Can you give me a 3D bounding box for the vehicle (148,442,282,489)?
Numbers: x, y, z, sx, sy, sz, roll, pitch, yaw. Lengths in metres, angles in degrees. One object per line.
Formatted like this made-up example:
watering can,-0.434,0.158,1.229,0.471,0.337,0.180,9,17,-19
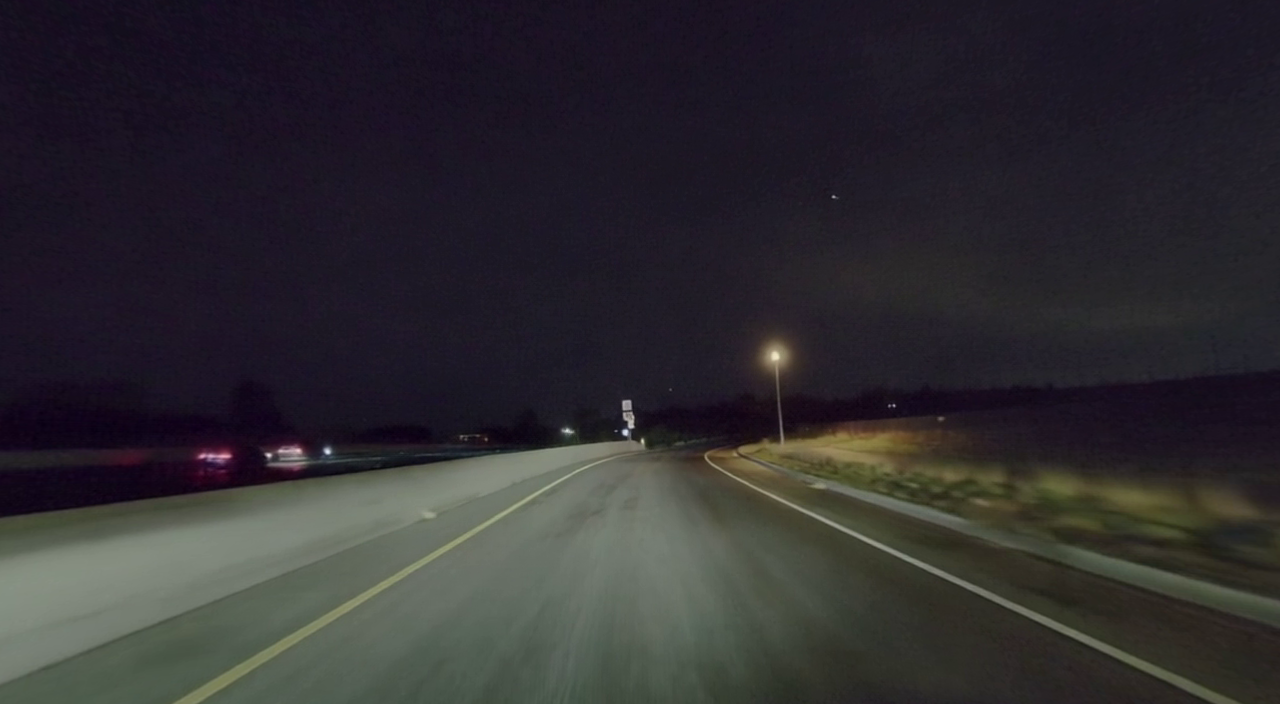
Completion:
vehicle,-14.781,3.915,22.192,1.895,1.451,4.168,0,-8,-2
